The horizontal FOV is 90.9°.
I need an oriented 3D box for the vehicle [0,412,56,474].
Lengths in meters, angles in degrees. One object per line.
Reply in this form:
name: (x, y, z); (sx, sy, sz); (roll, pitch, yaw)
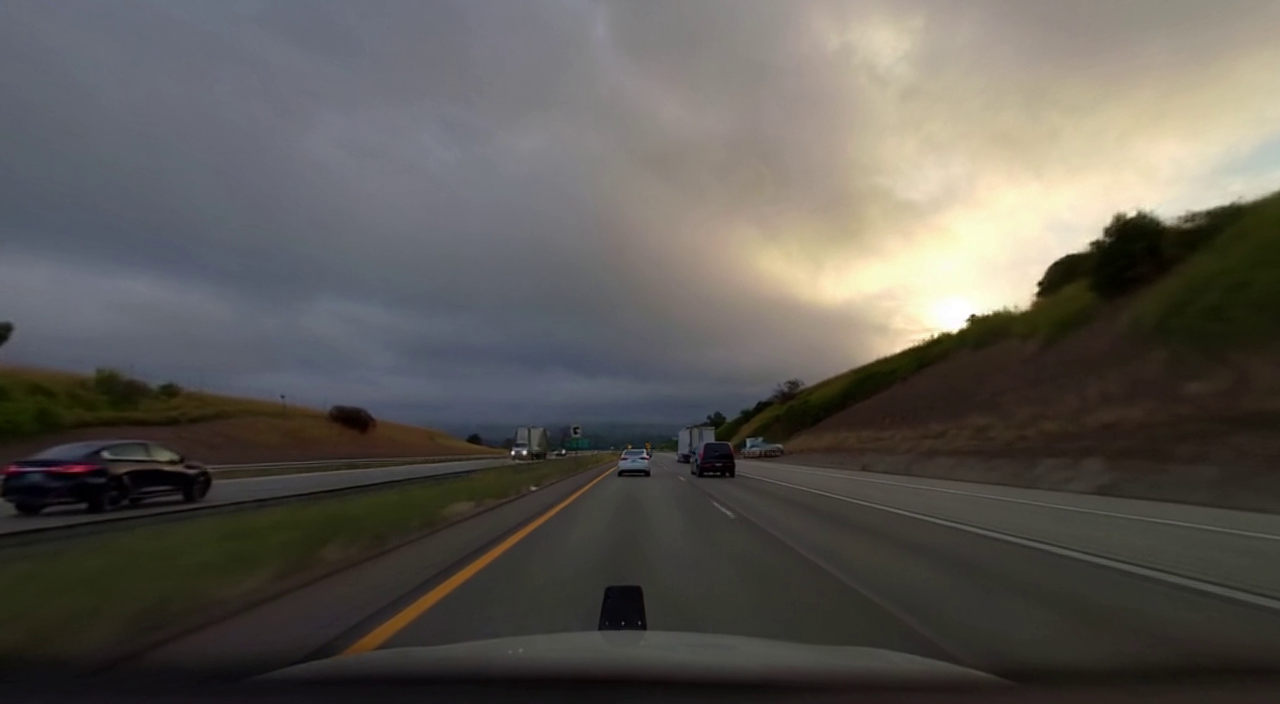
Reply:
vehicle: (-35.487, 5.057, 34.981); (2.857, 3.275, 3.008); (0, -9, 1)

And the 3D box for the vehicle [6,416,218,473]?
vehicle: (-35.528, 6.512, 43.820); (2.733, 3.285, 14.018); (0, -9, 0)

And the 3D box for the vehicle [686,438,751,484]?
vehicle: (3.145, 4.483, 26.153); (2.048, 1.704, 4.284); (0, -9, -1)

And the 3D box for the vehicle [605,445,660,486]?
vehicle: (-0.294, 4.368, 24.431); (1.970, 1.441, 3.846); (0, -9, -1)
